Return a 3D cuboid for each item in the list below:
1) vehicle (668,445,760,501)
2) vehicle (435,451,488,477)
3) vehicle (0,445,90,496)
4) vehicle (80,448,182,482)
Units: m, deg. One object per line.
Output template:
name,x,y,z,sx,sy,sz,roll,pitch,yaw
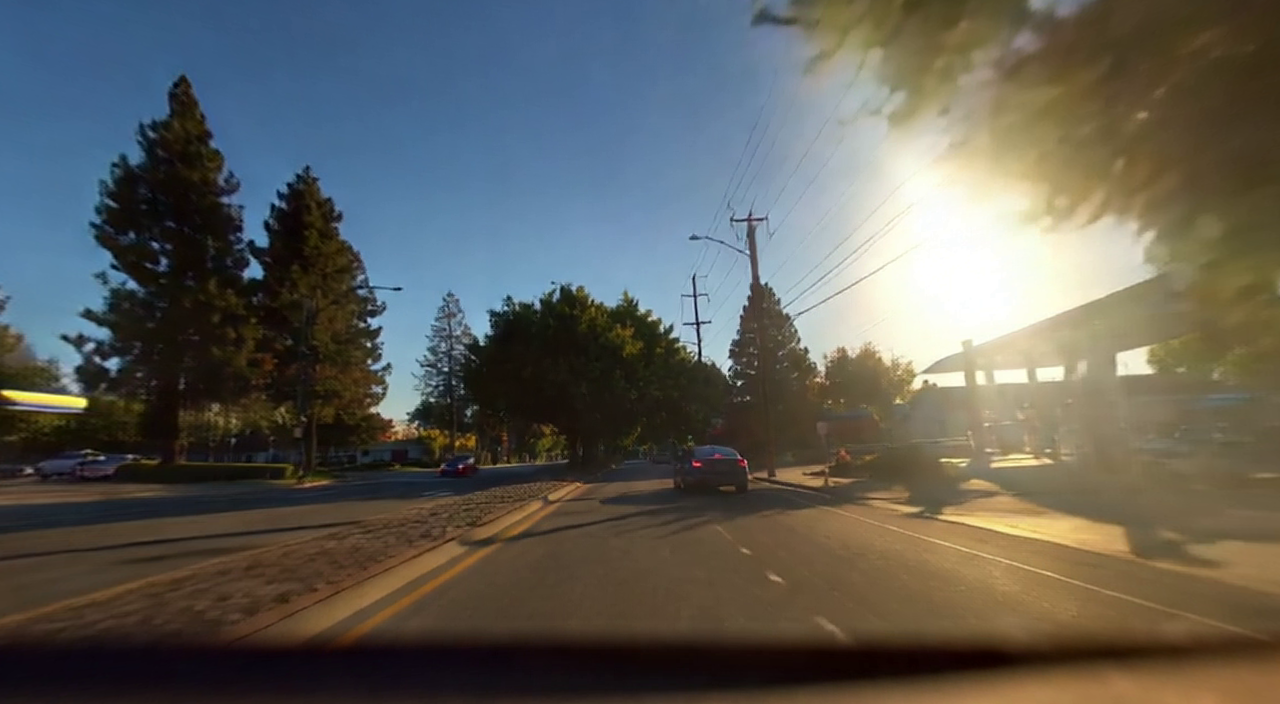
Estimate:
vehicle,2.097,3.618,19.292,2.061,1.475,4.296,0,-9,-3
vehicle,-11.014,6.945,39.265,1.893,1.480,4.482,-1,-9,1
vehicle,-24.496,4.520,24.276,2.082,1.829,5.094,0,-9,-1
vehicle,-29.869,6.624,37.310,2.116,1.874,4.709,0,-9,-1
